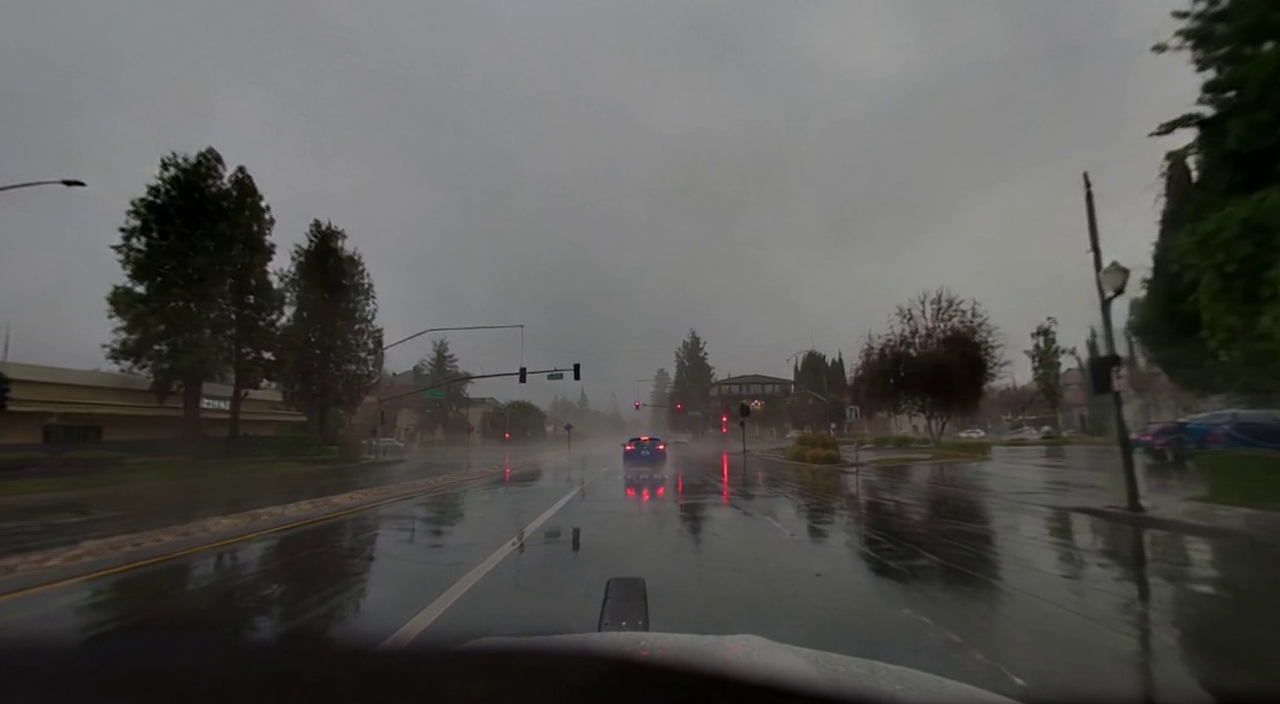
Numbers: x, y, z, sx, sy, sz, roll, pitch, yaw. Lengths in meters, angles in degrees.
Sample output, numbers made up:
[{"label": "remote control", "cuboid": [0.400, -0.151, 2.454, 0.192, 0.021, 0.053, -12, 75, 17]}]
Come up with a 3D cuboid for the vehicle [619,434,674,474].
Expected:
[{"label": "vehicle", "cuboid": [0.182, 4.104, 25.636, 2.028, 1.478, 4.545, 0, -8, -1]}]

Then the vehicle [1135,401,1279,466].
[{"label": "vehicle", "cuboid": [23.258, 3.224, 24.626, 2.647, 2.185, 6.556, -1, -8, 2]}]
